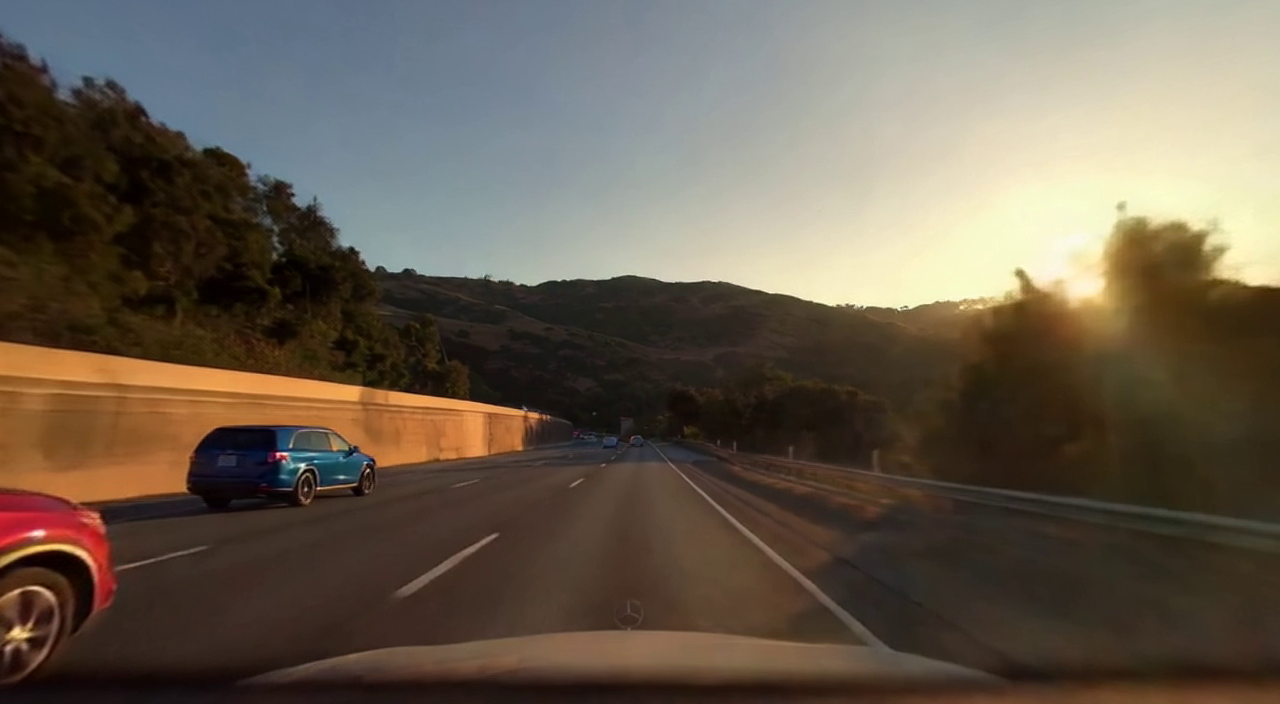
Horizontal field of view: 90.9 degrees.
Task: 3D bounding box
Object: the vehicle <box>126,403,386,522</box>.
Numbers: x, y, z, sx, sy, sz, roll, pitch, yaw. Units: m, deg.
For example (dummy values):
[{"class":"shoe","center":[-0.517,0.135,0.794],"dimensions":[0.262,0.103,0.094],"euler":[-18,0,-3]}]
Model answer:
[{"class":"vehicle","center":[-7.322,2.186,12.891],"dimensions":[2.151,1.925,4.945],"euler":[0,-9,0]}]
